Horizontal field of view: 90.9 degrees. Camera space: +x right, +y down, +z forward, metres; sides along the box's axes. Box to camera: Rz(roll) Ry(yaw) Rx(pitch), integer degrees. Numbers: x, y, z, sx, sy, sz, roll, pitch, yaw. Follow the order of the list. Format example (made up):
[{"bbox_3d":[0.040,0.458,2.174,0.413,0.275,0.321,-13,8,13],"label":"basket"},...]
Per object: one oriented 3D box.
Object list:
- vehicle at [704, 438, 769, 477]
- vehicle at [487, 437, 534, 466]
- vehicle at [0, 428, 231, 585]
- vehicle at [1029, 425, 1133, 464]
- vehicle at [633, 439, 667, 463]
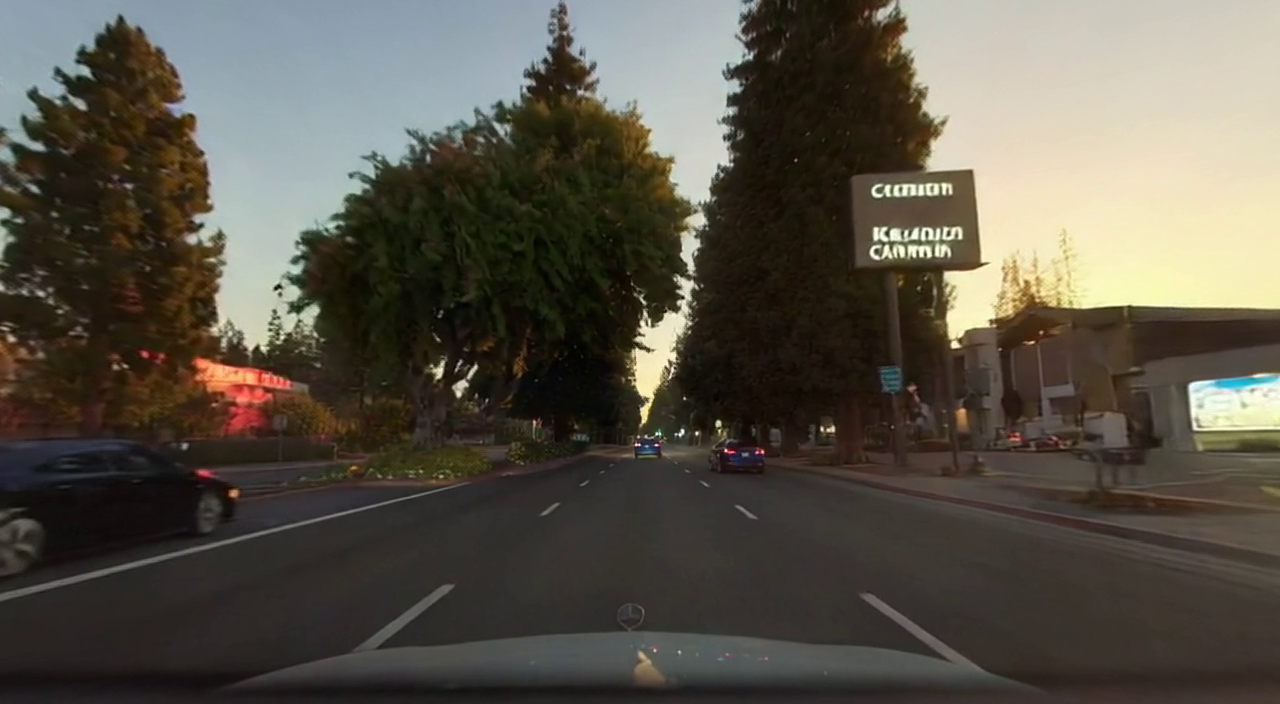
[{"bbox_3d":[3.957,4.422,26.634,1.977,1.474,4.399,0,-8,-1],"label":"vehicle"},{"bbox_3d":[-7.518,5.714,36.272,2.127,1.562,4.402,2,-9,-17],"label":"vehicle"},{"bbox_3d":[-6.971,1.637,7.192,1.993,1.444,3.965,0,-8,-1],"label":"vehicle"},{"bbox_3d":[25.925,5.500,37.354,2.244,2.120,5.471,0,-8,2],"label":"vehicle"},{"bbox_3d":[0.734,6.565,41.989,2.001,1.504,4.212,-1,-8,5],"label":"vehicle"}]
